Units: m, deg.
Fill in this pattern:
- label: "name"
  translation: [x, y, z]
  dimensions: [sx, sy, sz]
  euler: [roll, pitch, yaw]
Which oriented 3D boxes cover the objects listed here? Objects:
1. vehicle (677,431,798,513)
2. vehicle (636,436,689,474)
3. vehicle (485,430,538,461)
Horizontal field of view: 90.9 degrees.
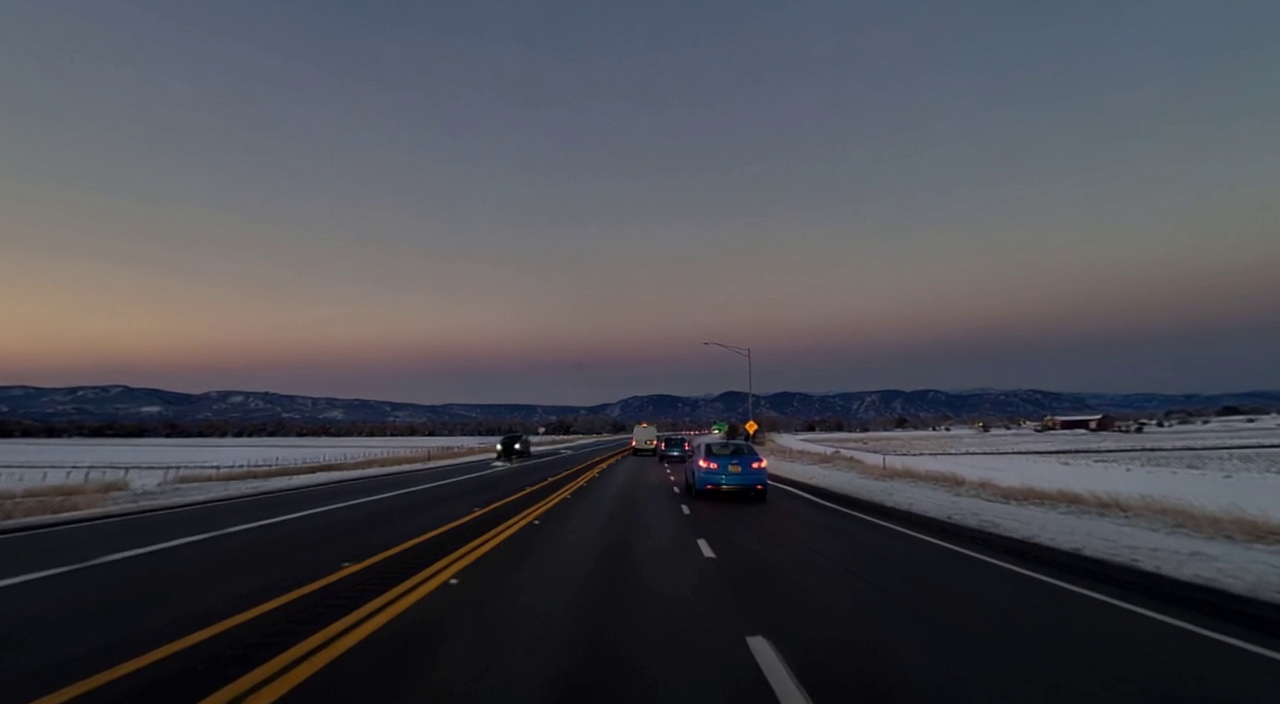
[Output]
- label: "vehicle"
  translation: [1.977, 2.587, 14.067]
  dimensions: [2.007, 1.534, 3.976]
  euler: [0, -8, -1]
- label: "vehicle"
  translation: [0.885, 4.463, 27.544]
  dimensions: [2.026, 1.531, 4.273]
  euler: [0, -8, -2]
- label: "vehicle"
  translation: [-7.673, 5.662, 38.107]
  dimensions: [2.070, 1.744, 4.472]
  euler: [0, -8, 2]
